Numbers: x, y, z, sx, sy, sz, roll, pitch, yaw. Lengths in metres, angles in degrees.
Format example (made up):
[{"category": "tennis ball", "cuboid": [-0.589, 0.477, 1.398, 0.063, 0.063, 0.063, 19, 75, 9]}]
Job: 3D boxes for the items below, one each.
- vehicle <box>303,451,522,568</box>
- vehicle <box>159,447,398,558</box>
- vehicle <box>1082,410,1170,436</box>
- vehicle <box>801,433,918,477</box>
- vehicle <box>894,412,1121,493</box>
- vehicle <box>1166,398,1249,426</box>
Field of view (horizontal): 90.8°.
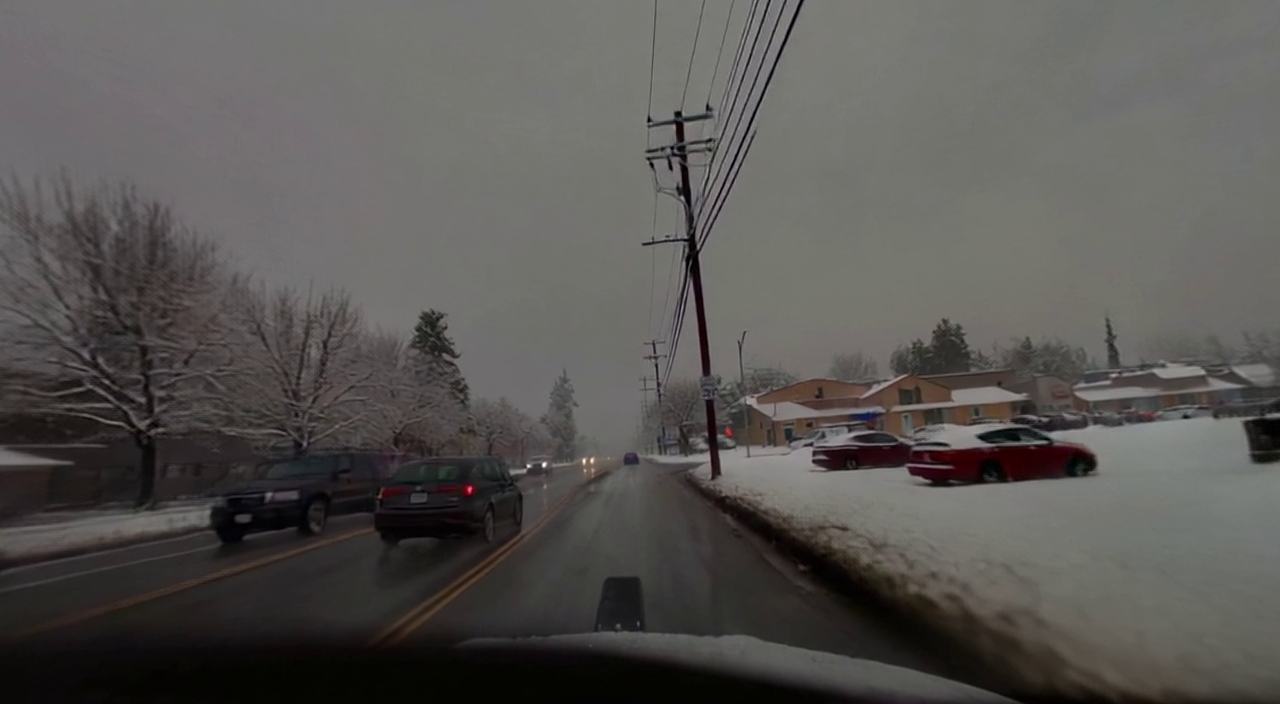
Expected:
[{"category": "vehicle", "cuboid": [-3.359, 2.384, 10.408, 1.943, 1.455, 4.414, 0, -8, 0]}, {"category": "vehicle", "cuboid": [-6.778, 2.799, 12.697, 1.877, 1.742, 4.919, 0, -8, 0]}, {"category": "vehicle", "cuboid": [31.237, 4.599, 40.702, 1.760, 1.510, 4.095, 7, -11, -41]}, {"category": "vehicle", "cuboid": [7.970, 3.700, 22.897, 4.000, 1.440, 1.746, 5, -10, -30]}, {"category": "vehicle", "cuboid": [8.194, 2.210, 14.071, 4.713, 1.518, 2.035, 4, -10, -27]}, {"category": "vehicle", "cuboid": [42.034, 4.504, 46.944, 1.910, 1.756, 4.428, -2, -9, 0]}]
